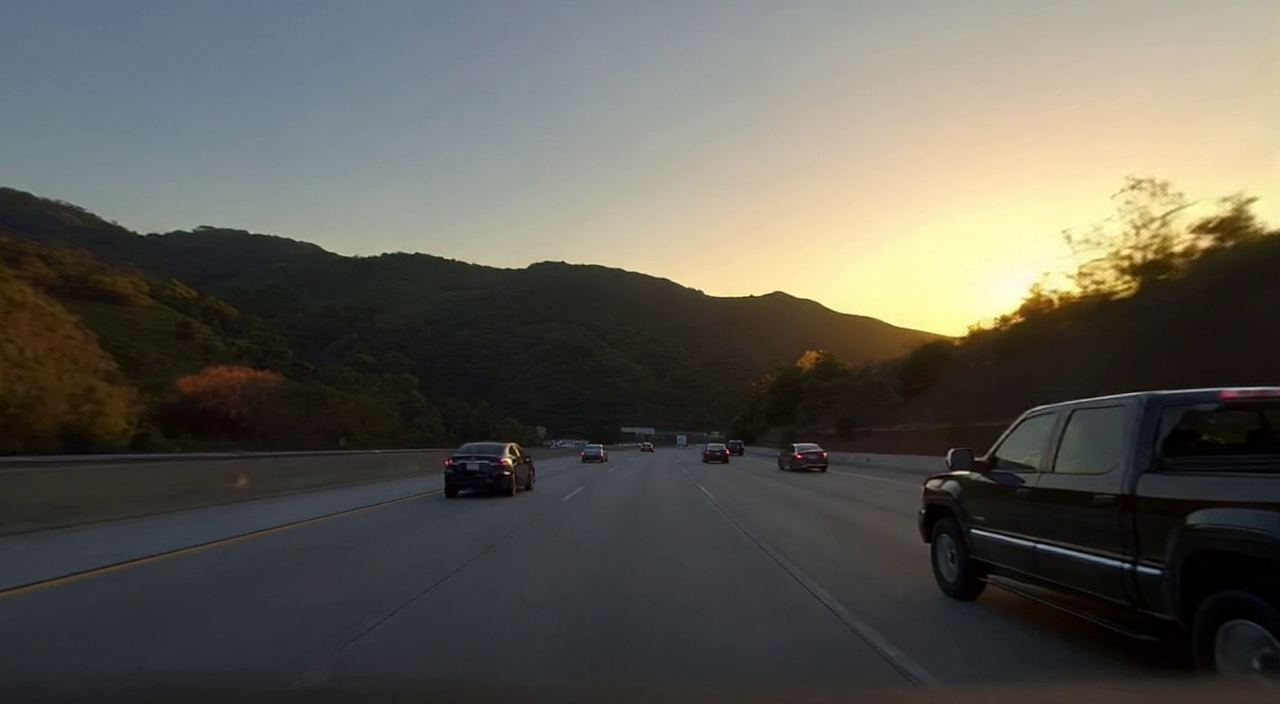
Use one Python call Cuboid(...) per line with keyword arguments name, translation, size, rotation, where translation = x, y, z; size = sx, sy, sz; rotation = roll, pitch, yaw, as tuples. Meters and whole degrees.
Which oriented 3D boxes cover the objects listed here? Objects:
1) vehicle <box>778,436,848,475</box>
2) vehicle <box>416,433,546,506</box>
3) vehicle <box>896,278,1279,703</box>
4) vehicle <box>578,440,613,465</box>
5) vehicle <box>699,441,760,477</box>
Cuboid(name="vehicle", translation=(7.873, 4.744, 29.123), size=(1.986, 1.633, 4.430), rotation=(0, -8, 0))
Cuboid(name="vehicle", translation=(-3.932, 2.991, 16.540), size=(2.113, 1.636, 4.494), rotation=(-1, -8, 2))
Cuboid(name="vehicle", translation=(3.401, 0.823, 3.147), size=(2.098, 1.925, 5.171), rotation=(0, -8, 1))
Cuboid(name="vehicle", translation=(-3.065, 7.030, 44.337), size=(2.021, 1.679, 4.310), rotation=(-1, -8, 2))
Cuboid(name="vehicle", translation=(3.949, 4.782, 28.553), size=(2.046, 1.471, 4.333), rotation=(0, -8, -1))
